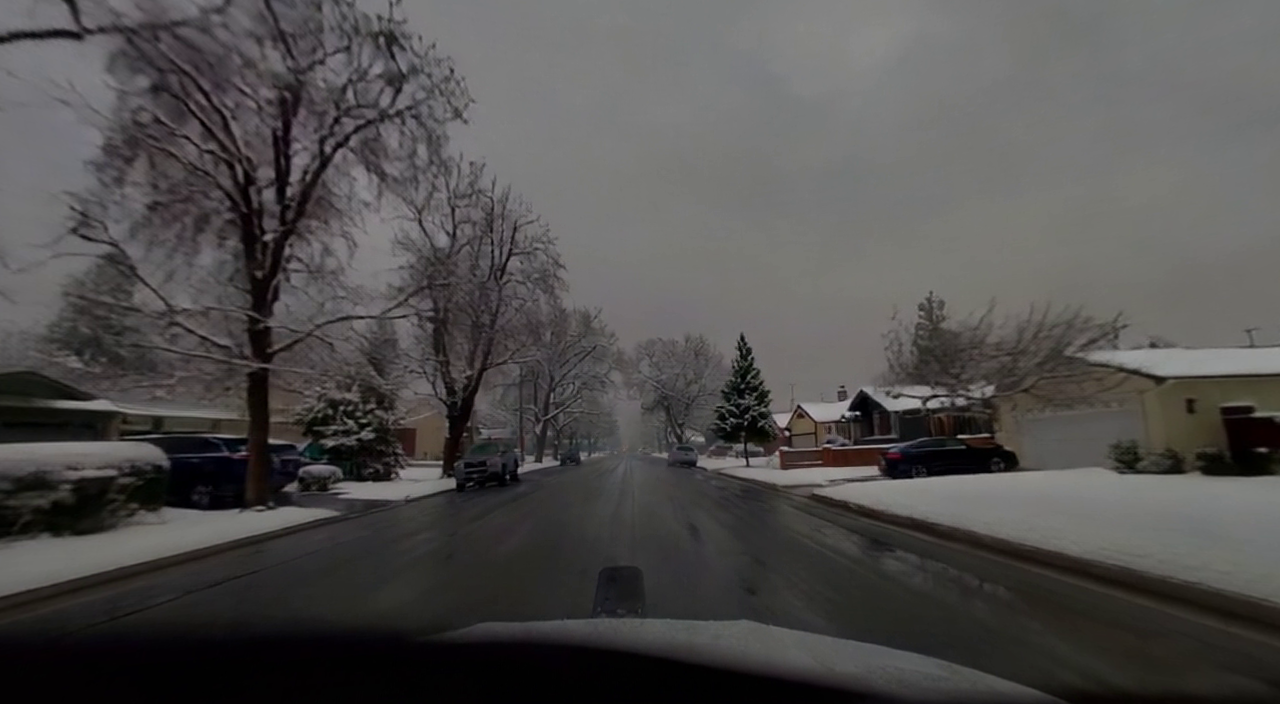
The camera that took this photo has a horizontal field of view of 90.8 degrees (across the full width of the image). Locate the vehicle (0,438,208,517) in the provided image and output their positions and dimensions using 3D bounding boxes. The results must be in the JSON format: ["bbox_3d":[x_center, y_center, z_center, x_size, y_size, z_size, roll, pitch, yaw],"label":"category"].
[{"bbox_3d":[-12.554,2.629,13.532,5.040,1.541,2.042,0,-9,0],"label":"vehicle"}]

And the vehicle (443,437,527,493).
[{"bbox_3d":[-6.000,4.444,25.226,2.341,1.942,5.044,0,-9,-3],"label":"vehicle"}]

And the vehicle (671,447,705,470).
[{"bbox_3d":[3.458,7.818,46.567,1.996,1.585,4.371,0,-9,-2],"label":"vehicle"}]

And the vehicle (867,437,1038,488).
[{"bbox_3d":[9.989,3.545,20.435,4.497,1.564,1.948,0,-9,-3],"label":"vehicle"}]
